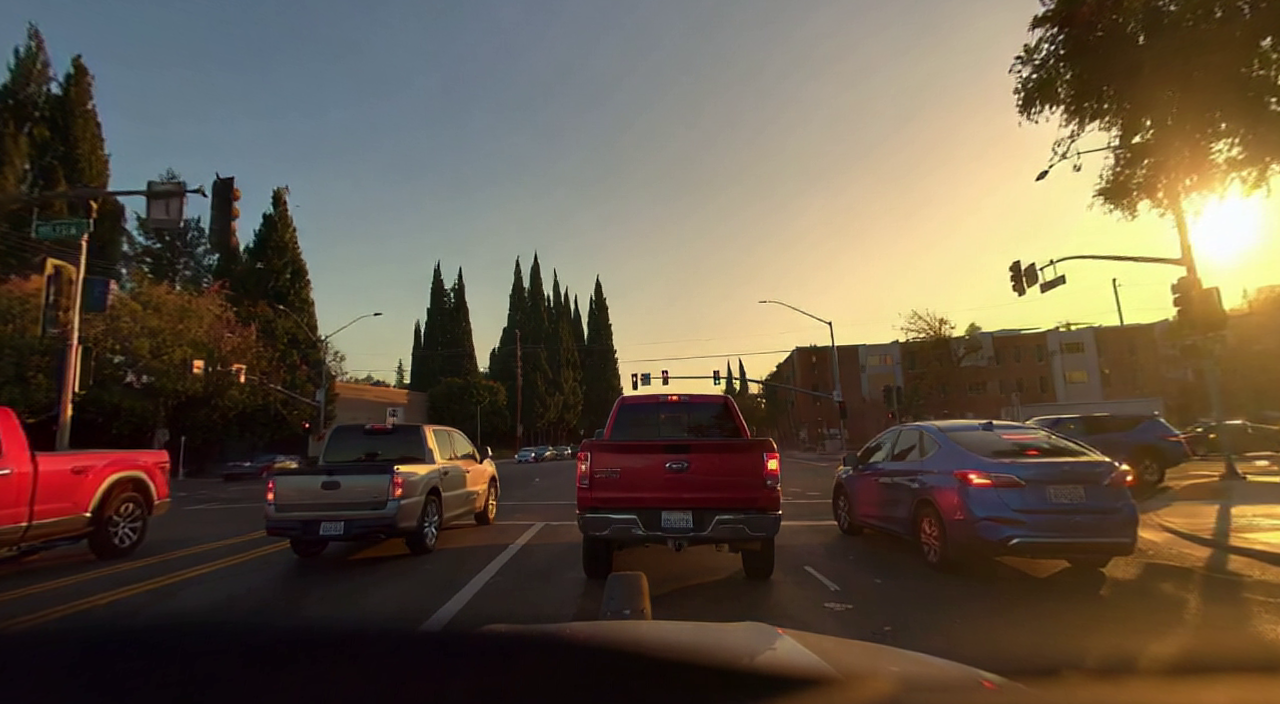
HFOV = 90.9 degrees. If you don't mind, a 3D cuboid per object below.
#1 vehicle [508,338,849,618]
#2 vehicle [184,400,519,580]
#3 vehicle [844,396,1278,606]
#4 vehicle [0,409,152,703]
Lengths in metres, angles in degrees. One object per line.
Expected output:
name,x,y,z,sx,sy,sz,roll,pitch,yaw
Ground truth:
vehicle,0.324,1.272,7.150,2.505,2.084,4.768,0,-8,1
vehicle,-3.295,1.691,8.585,2.125,1.739,4.707,0,-8,3
vehicle,4.045,1.499,7.187,1.984,1.659,4.226,0,-8,0
vehicle,-3.391,0.709,0.654,1.998,1.481,4.656,0,-8,1
